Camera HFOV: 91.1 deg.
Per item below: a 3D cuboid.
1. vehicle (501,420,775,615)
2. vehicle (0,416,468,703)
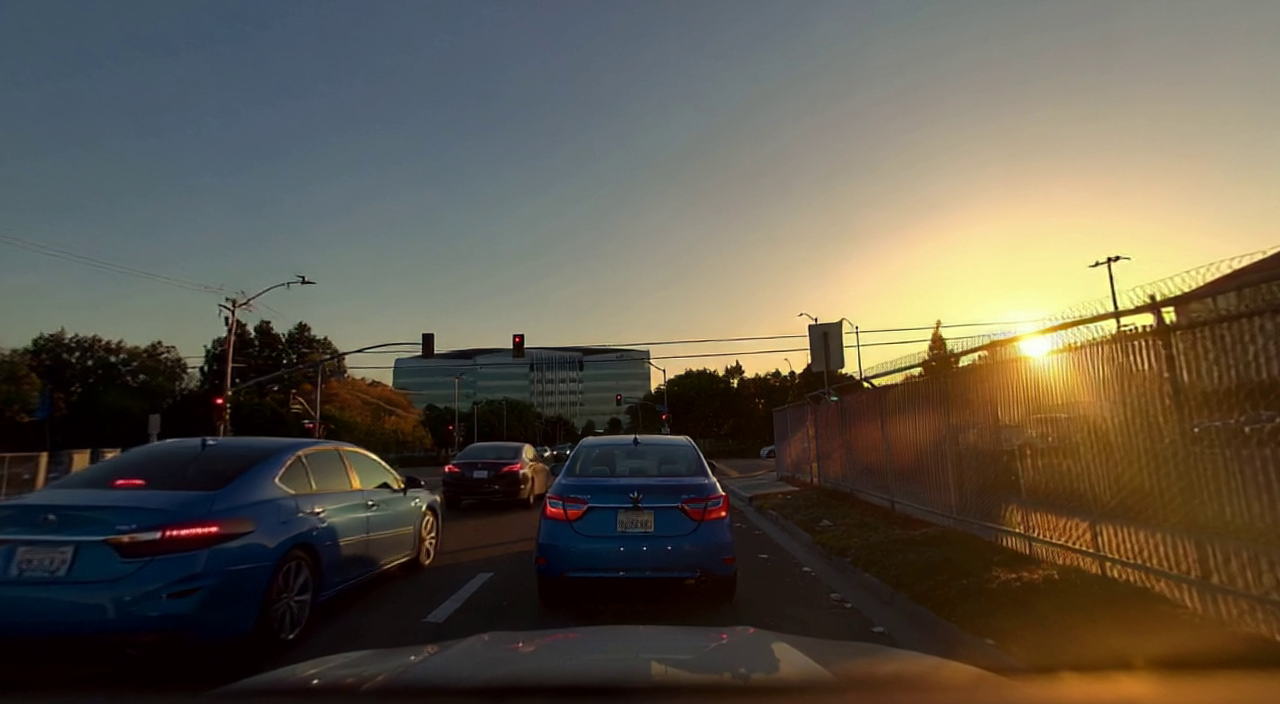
[{"bbox_3d":[-0.014,1.605,7.025,2.144,1.514,4.063,0,-9,0],"label":"vehicle"},{"bbox_3d":[-3.197,1.422,5.522,1.971,1.488,4.581,0,-9,1],"label":"vehicle"}]
